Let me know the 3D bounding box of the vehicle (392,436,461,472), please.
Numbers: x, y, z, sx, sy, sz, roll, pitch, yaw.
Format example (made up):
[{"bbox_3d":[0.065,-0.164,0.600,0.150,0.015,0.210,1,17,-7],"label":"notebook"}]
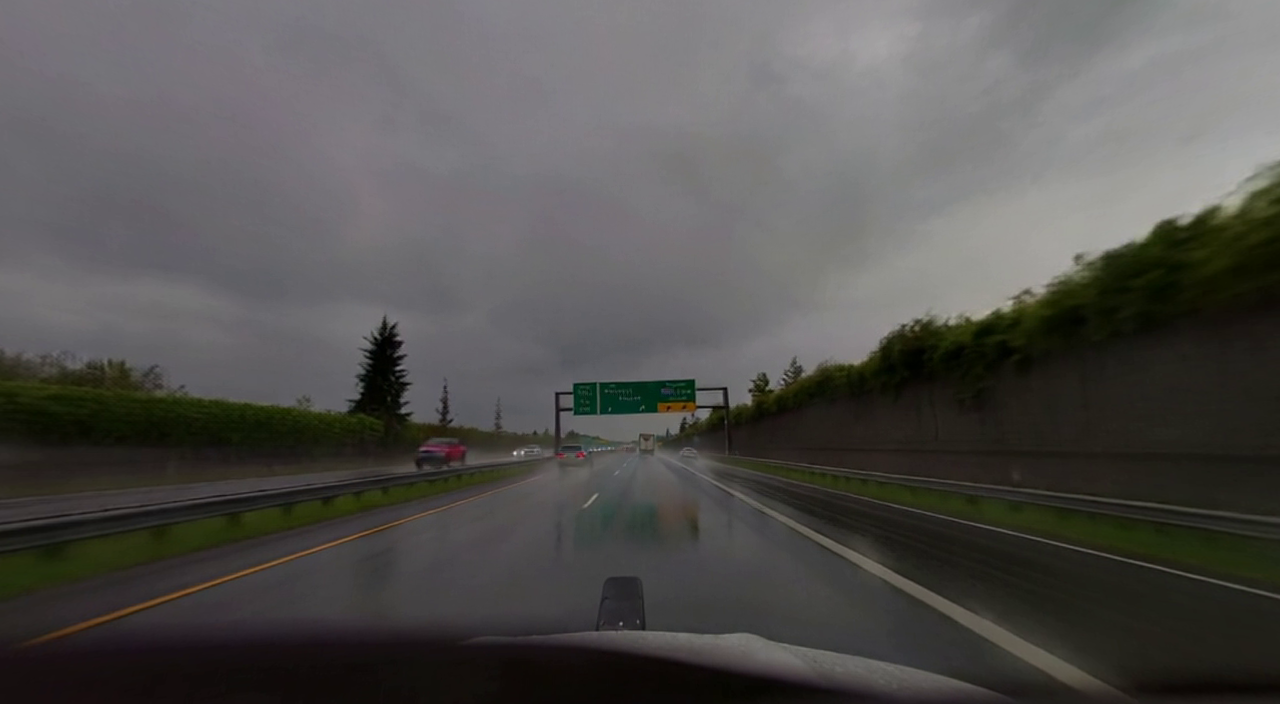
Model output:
[{"bbox_3d":[-11.872,5.703,35.490,2.075,1.873,4.972,0,-9,1],"label":"vehicle"}]

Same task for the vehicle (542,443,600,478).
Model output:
[{"bbox_3d":[-3.028,4.873,28.589,2.020,1.475,4.434,0,-9,1],"label":"vehicle"}]
